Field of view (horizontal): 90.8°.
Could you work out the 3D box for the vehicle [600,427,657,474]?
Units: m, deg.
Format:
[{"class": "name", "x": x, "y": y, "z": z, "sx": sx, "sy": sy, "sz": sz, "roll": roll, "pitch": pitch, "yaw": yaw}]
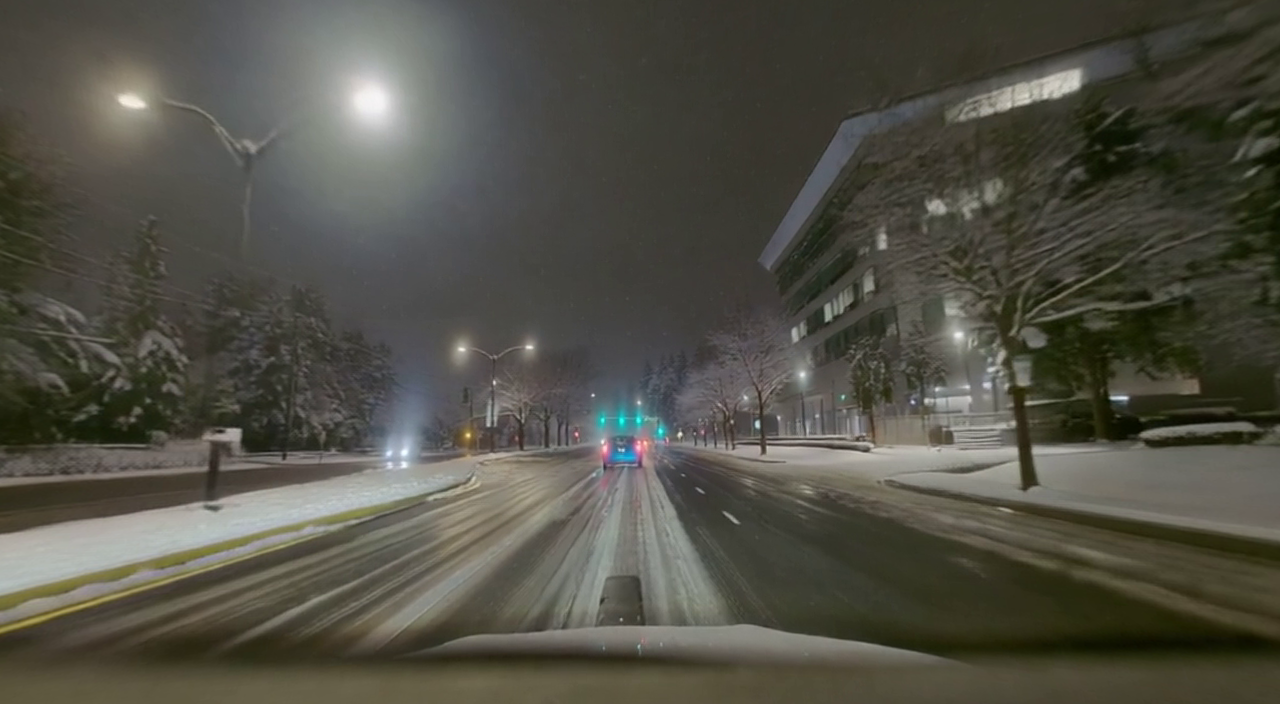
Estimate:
[{"class": "vehicle", "x": -0.468, "y": 4.304, "z": 27.684, "sx": 2.313, "sy": 1.860, "sz": 4.319, "roll": 0, "pitch": -8, "yaw": 0}]
